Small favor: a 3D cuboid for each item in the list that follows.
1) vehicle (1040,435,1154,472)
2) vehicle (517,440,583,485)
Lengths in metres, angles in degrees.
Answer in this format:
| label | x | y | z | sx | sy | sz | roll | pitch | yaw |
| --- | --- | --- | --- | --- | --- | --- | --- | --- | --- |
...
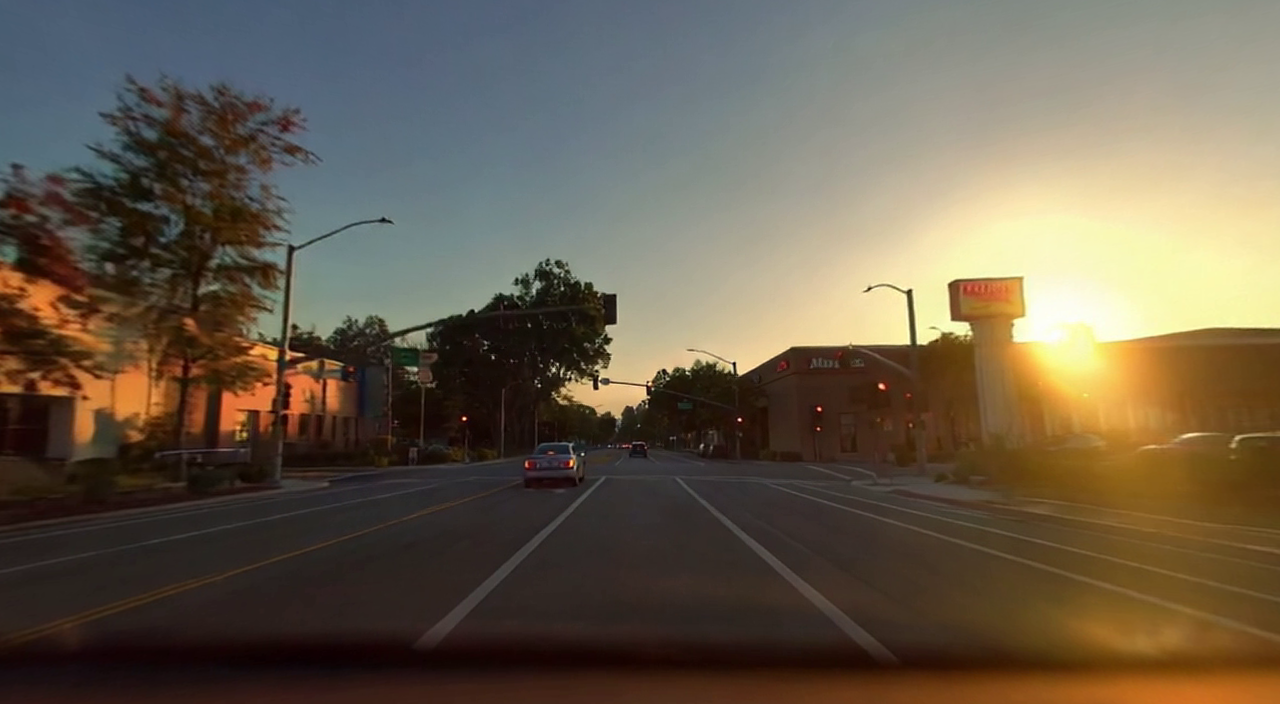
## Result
| label | x | y | z | sx | sy | sz | roll | pitch | yaw |
| --- | --- | --- | --- | --- | --- | --- | --- | --- | --- |
| vehicle | 23.266 | 5.177 | 32.303 | 4.246 | 1.750 | 1.954 | -1 | -8 | 1 |
| vehicle | -3.310 | 4.124 | 23.937 | 1.915 | 1.553 | 3.846 | 0 | -8 | 0 |
